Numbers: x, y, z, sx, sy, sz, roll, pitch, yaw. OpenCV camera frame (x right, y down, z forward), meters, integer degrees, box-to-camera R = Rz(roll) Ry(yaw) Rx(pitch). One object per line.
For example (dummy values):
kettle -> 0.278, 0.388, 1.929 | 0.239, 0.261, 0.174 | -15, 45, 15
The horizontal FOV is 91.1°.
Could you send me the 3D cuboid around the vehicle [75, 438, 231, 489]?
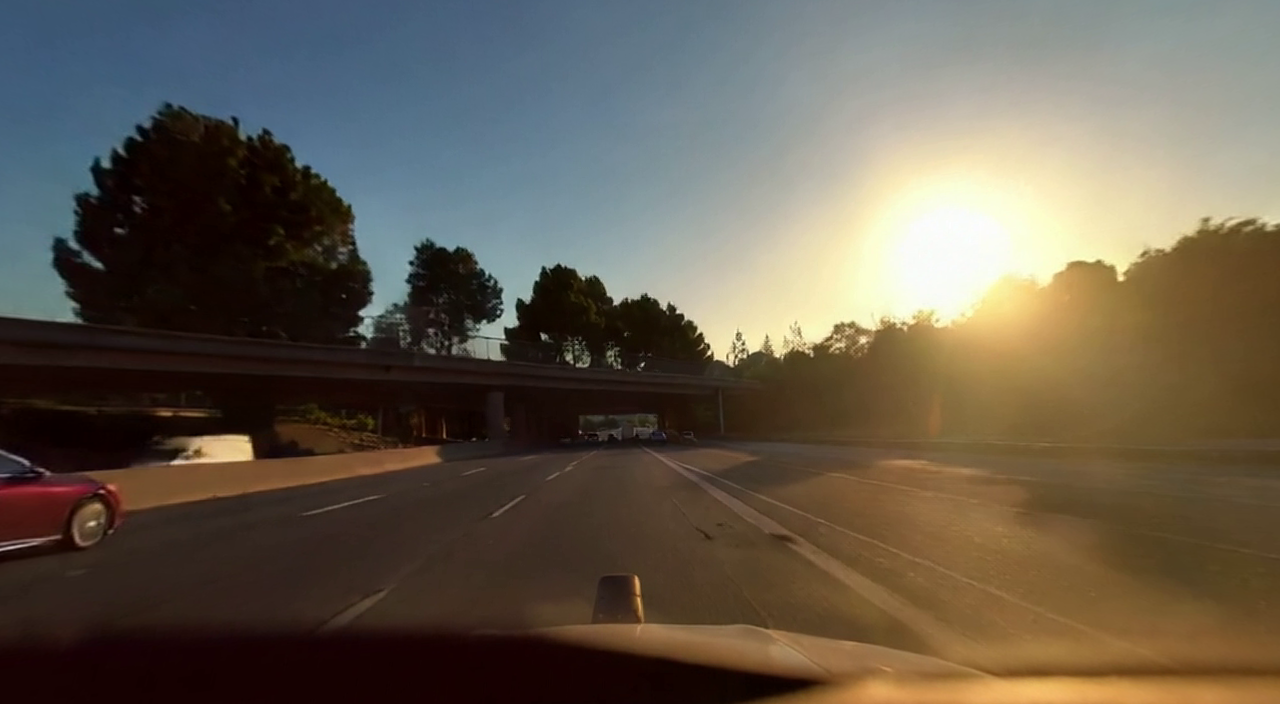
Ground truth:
vehicle -> -16.760, 3.815, 21.971 | 2.120, 1.557, 4.187 | 0, -8, -1
